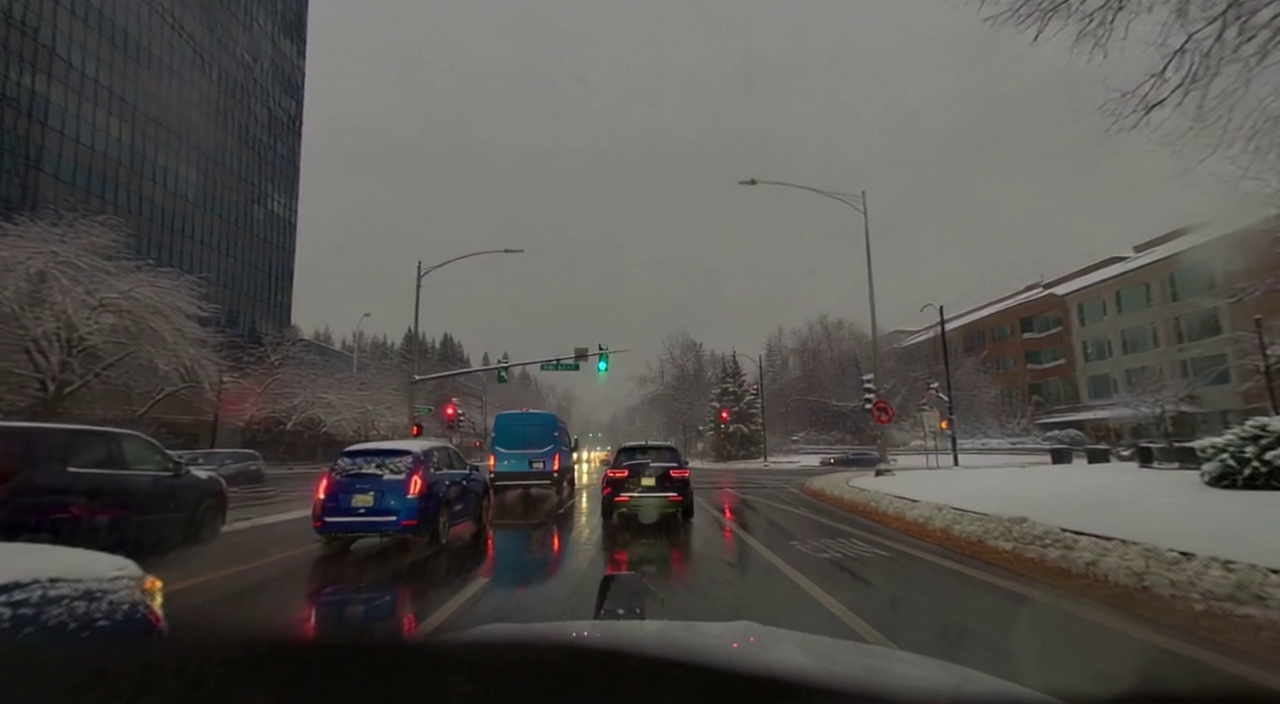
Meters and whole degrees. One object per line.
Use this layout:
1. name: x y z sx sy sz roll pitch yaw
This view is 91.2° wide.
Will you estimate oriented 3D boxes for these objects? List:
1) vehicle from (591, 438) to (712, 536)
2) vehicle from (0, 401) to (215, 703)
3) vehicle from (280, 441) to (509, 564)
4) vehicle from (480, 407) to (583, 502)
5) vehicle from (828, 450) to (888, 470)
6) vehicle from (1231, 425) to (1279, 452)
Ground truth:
1. vehicle: 0.185 2.511 12.164 1.979 1.562 3.630 -1 -9 0
2. vehicle: -2.904 0.749 0.886 1.893 1.491 3.798 -1 -9 0
3. vehicle: -3.529 2.224 10.032 1.955 1.499 4.223 0 -9 0
4. vehicle: -3.334 3.344 20.646 2.343 2.635 5.684 0 -9 0
5. vehicle: 17.186 8.534 49.539 3.988 1.518 1.824 0 -9 -2
6. vehicle: 36.421 5.038 36.265 1.754 1.501 3.833 -4 -10 20
